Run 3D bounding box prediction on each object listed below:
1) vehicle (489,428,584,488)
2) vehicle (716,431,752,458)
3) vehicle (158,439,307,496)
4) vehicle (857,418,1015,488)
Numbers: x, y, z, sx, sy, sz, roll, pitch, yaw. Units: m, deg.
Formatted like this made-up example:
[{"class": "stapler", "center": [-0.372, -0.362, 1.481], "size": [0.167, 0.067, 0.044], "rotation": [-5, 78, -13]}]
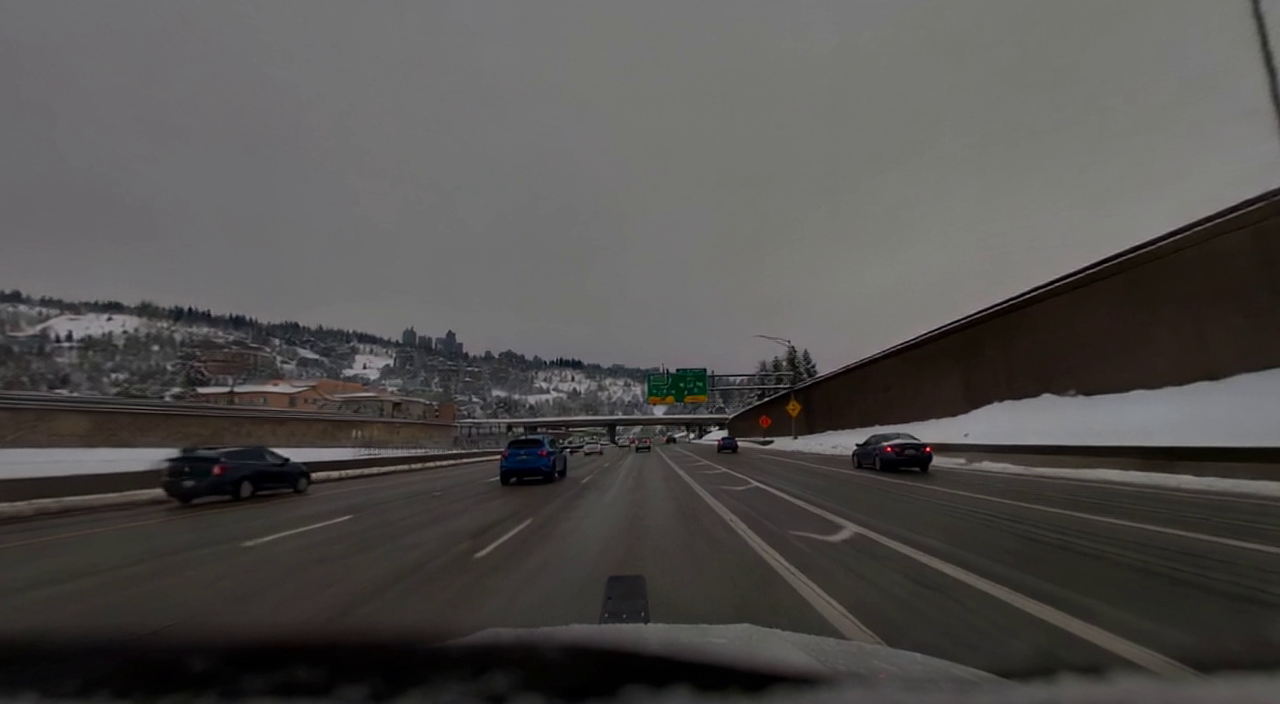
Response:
[{"class": "vehicle", "center": [-3.297, 3.514, 21.249], "size": [2.210, 1.730, 5.133], "rotation": [-1, -8, 1]}, {"class": "vehicle", "center": [6.860, 6.828, 46.629], "size": [2.172, 1.824, 5.031], "rotation": [-1, -8, 3]}, {"class": "vehicle", "center": [-13.987, 3.952, 22.081], "size": [2.049, 1.707, 4.743], "rotation": [-1, -8, 0]}, {"class": "vehicle", "center": [7.912, 2.751, 17.485], "size": [2.122, 1.646, 4.491], "rotation": [-1, -8, -1]}]
